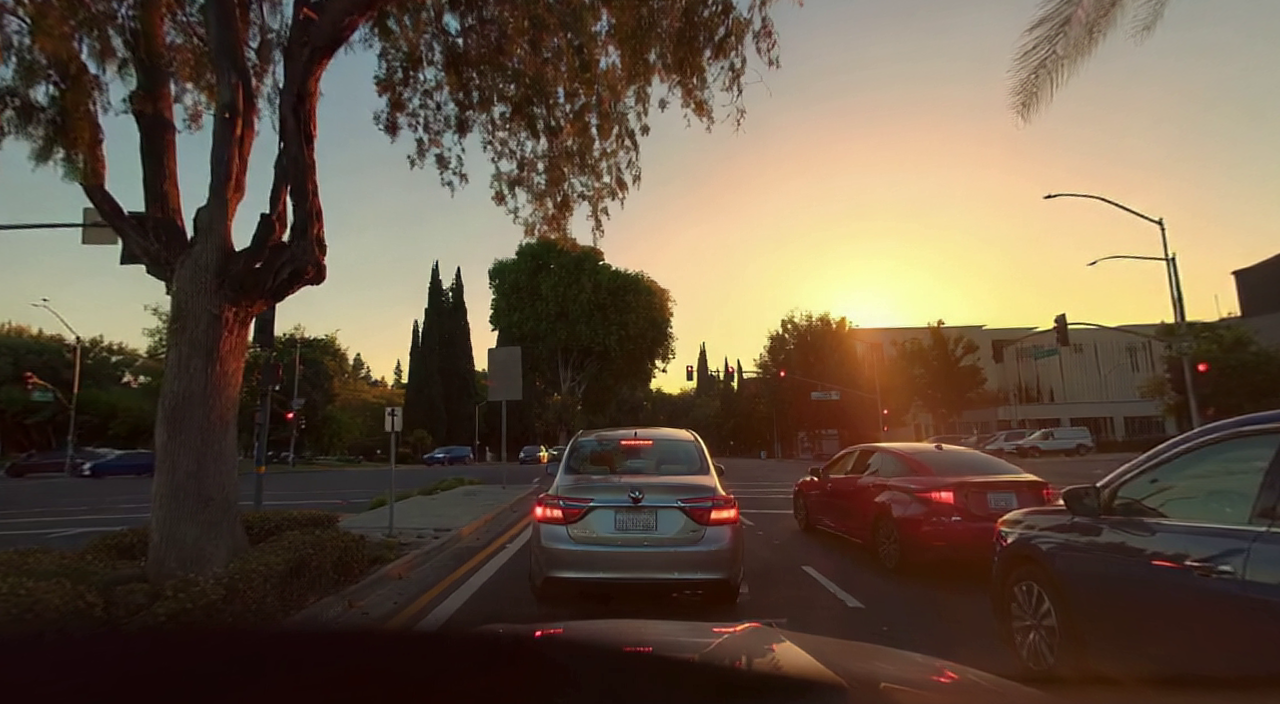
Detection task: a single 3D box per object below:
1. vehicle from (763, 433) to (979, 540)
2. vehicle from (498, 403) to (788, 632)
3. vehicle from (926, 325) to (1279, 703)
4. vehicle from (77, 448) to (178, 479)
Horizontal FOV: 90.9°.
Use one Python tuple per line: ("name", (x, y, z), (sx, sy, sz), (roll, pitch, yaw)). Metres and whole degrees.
("vehicle", (3.725, 2.260, 11.297), (2.054, 1.482, 4.654), (0, -9, -1))
("vehicle", (0.003, 1.476, 6.510), (2.074, 1.631, 3.793), (0, -9, -1))
("vehicle", (3.751, 0.932, 3.436), (2.162, 1.829, 4.519), (0, -9, -1))
("vehicle", (-36.510, 7.939, 45.164), (5.321, 2.089, 2.177), (6, -11, -34))
